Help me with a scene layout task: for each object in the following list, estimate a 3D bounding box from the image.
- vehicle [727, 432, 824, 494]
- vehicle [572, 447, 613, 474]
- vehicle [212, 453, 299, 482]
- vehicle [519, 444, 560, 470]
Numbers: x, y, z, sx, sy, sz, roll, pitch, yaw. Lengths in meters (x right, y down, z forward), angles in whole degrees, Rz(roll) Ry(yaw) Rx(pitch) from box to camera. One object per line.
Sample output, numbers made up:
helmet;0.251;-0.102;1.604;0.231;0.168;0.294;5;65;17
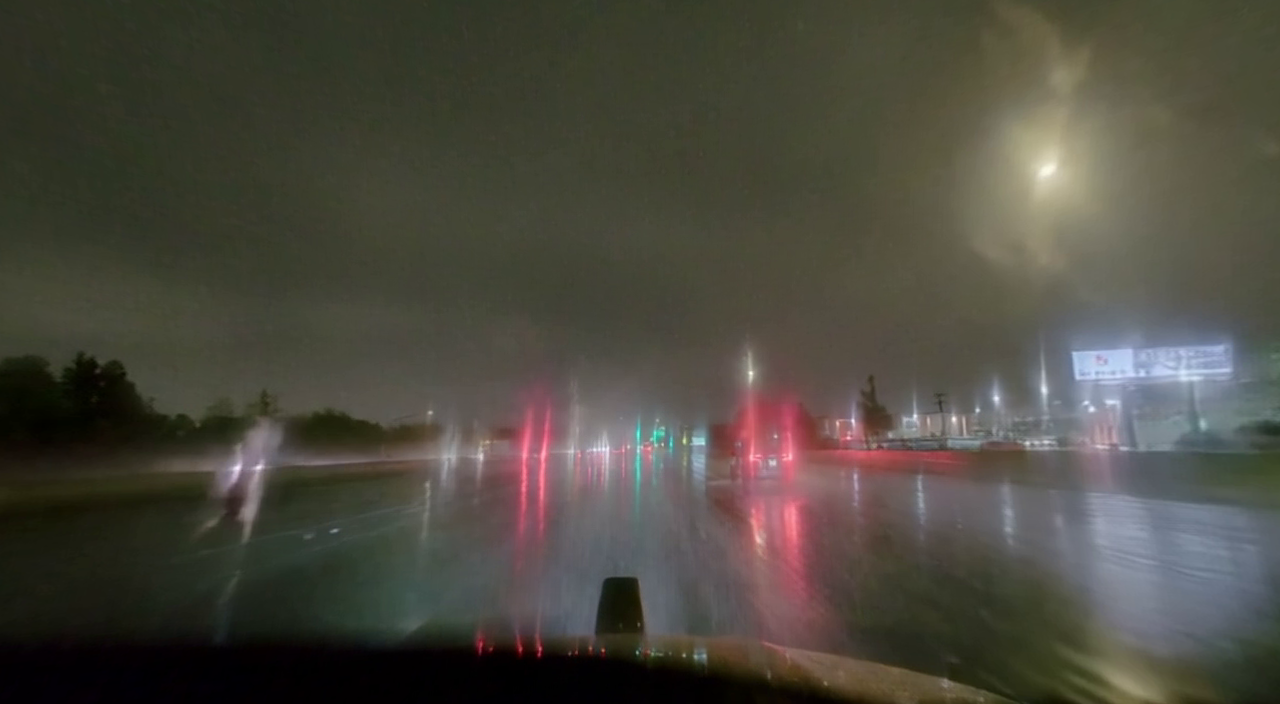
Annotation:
vehicle;4.309;3.613;20.836;2.109;1.764;4.704;0;-9;0
vehicle;-2.812;6.557;38.417;2.139;1.510;4.506;0;-9;0
vehicle;-27.537;8.265;45.456;2.349;1.847;6.197;0;-9;0
vehicle;-7.337;7.695;46.327;2.112;1.813;4.716;0;-9;1
